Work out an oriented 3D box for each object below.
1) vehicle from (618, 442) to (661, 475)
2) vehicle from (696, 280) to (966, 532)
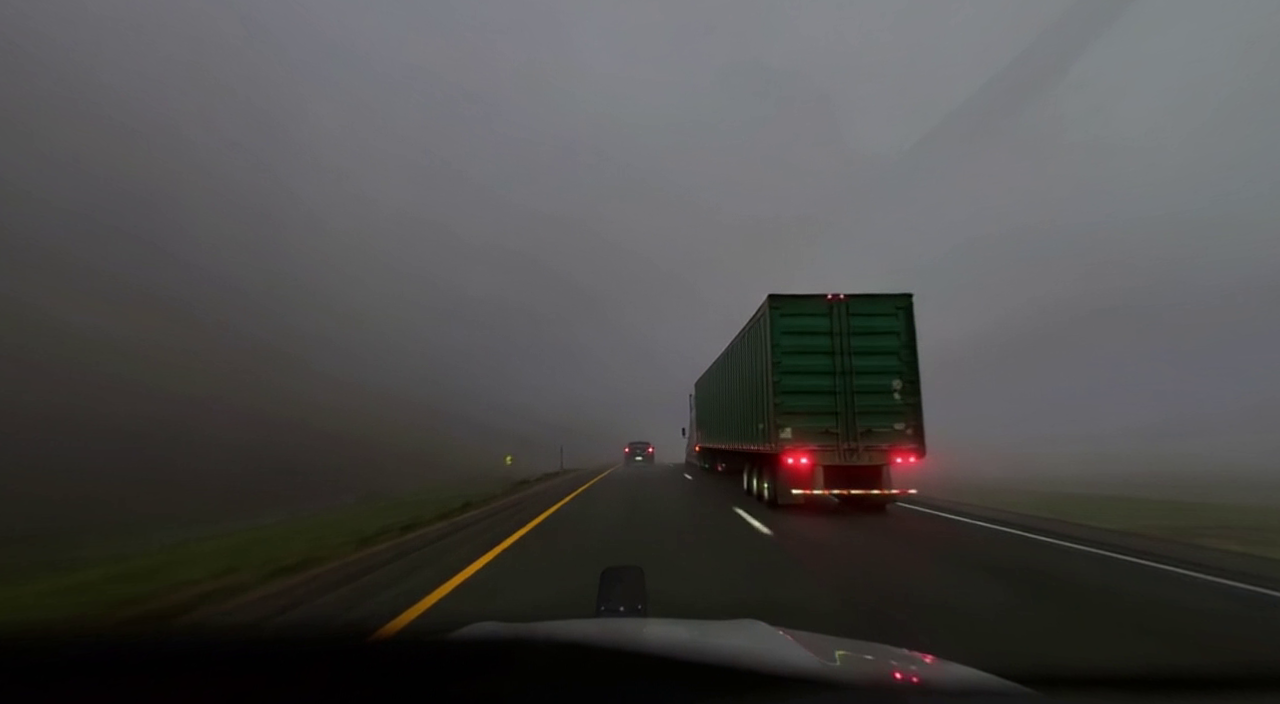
[{"bbox_3d":[-0.018,5.240,31.215,1.968,1.515,4.025,0,-9,0],"label":"vehicle"},{"bbox_3d":[3.801,2.012,18.353,2.929,4.158,15.921,0,-9,0],"label":"vehicle"}]
